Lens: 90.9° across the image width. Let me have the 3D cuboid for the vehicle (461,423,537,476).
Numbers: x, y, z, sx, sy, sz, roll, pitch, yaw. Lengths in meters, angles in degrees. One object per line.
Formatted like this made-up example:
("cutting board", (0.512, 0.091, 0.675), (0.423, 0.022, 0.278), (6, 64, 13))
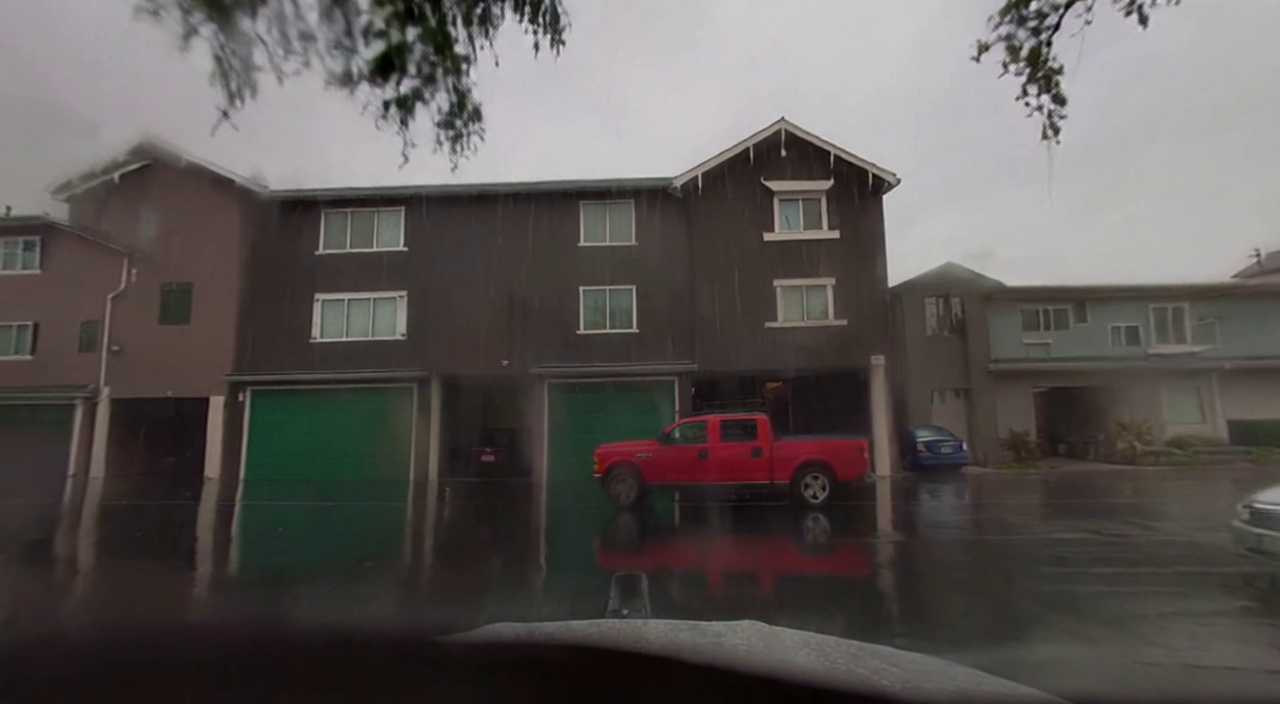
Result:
("vehicle", (-5.098, 3.523, 23.275), (1.869, 1.460, 3.826), (-4, -3, 0))

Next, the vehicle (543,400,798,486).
("vehicle", (0.661, 2.160, 15.013), (5.600, 1.835, 2.161), (0, -8, 0))

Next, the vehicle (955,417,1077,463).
("vehicle", (15.239, 3.610, 25.704), (3.770, 1.496, 1.951), (4, -10, 1))
